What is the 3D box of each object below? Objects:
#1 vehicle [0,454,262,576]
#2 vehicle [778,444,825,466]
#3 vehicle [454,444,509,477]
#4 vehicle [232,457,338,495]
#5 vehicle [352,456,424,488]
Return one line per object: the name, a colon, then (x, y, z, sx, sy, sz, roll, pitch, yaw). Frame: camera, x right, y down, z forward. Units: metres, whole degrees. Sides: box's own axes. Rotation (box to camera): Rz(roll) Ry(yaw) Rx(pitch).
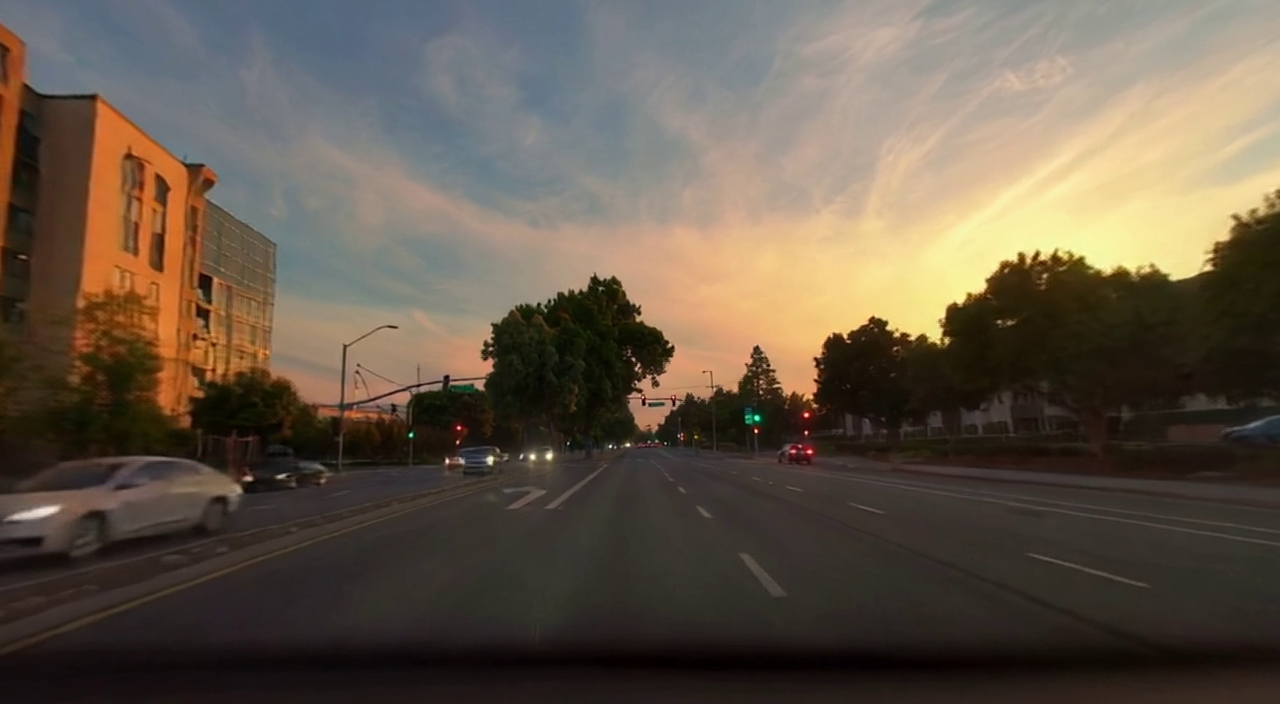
vehicle: (-8.515, 2.399, 10.162, 2.140, 1.460, 4.449, 0, -9, -1)
vehicle: (11.469, 7.363, 45.164, 1.955, 1.455, 4.727, 0, -9, -2)
vehicle: (-8.939, 6.161, 36.095, 2.035, 1.711, 4.463, 0, -9, -1)
vehicle: (-15.451, 5.390, 27.845, 1.989, 1.460, 4.711, 0, -9, -1)
vehicle: (-11.830, 5.622, 29.927, 1.880, 1.344, 3.782, 0, -8, -1)
